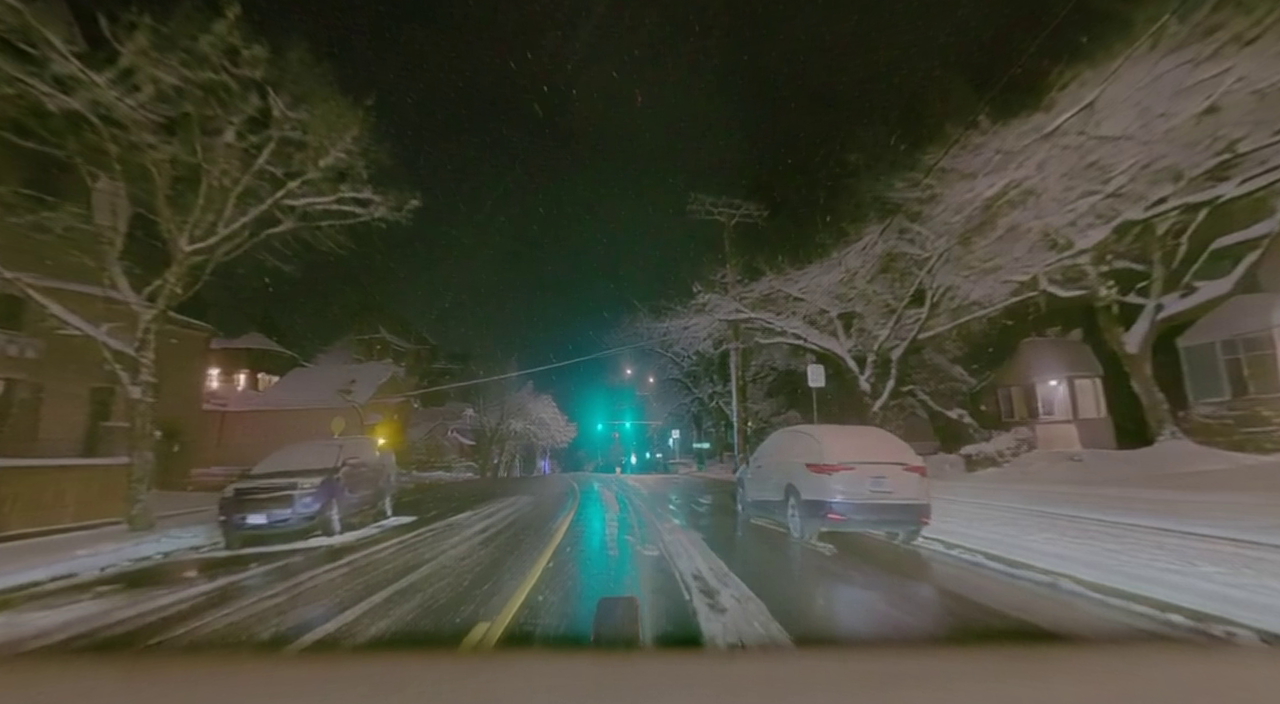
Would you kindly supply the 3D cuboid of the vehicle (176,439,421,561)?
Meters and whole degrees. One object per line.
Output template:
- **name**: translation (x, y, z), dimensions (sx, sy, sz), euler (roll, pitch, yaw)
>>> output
- **vehicle**: translation (-5.699, 2.429, 11.371), dimensions (2.051, 1.575, 4.581), euler (-3, -7, -3)

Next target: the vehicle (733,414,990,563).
- **vehicle**: translation (3.011, 1.961, 9.824), dimensions (2.163, 1.742, 4.239), euler (0, -8, -5)
